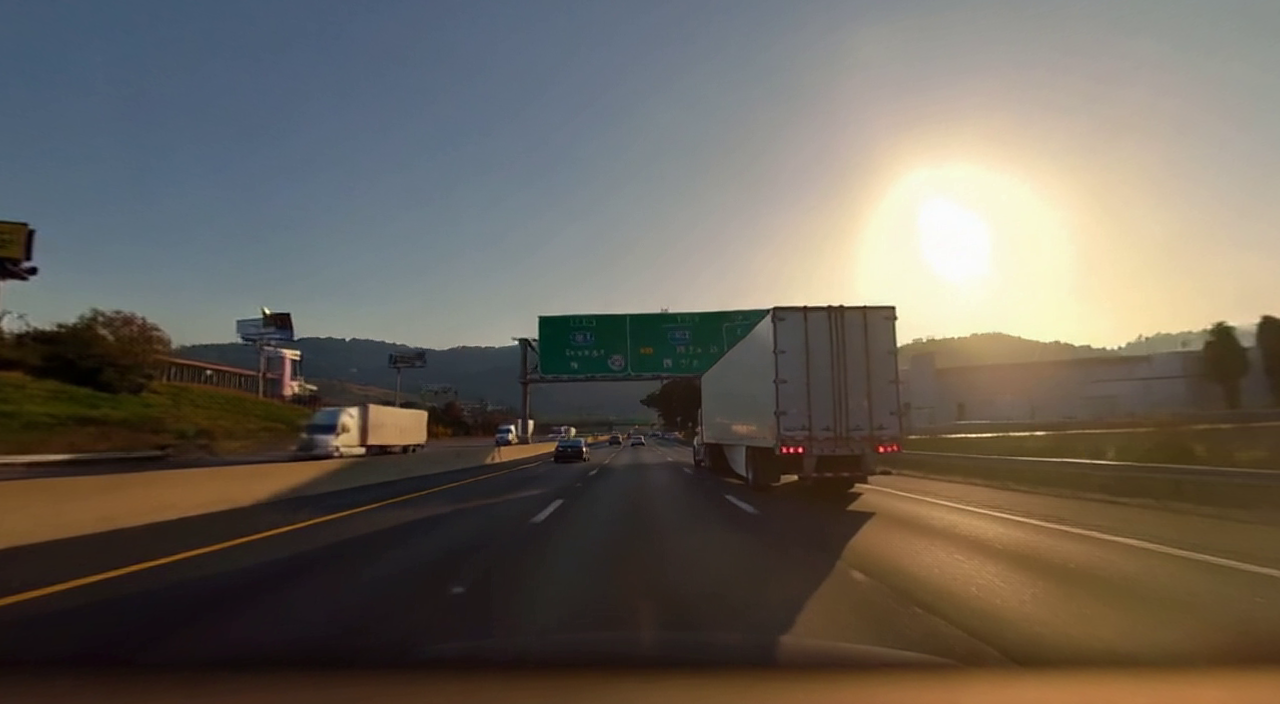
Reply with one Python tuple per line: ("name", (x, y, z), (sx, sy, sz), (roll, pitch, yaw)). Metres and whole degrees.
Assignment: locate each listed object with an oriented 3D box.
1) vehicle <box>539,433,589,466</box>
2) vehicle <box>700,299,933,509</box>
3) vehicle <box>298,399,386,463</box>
("vehicle", (-3.563, 4.626, 30.153), (1.930, 1.484, 3.849), (0, -8, -1))
("vehicle", (3.705, 1.651, 17.081), (2.871, 3.815, 11.331), (0, -8, -1))
("vehicle", (-20.226, 5.440, 43.203), (2.922, 4.023, 6.171), (0, -8, 0))
